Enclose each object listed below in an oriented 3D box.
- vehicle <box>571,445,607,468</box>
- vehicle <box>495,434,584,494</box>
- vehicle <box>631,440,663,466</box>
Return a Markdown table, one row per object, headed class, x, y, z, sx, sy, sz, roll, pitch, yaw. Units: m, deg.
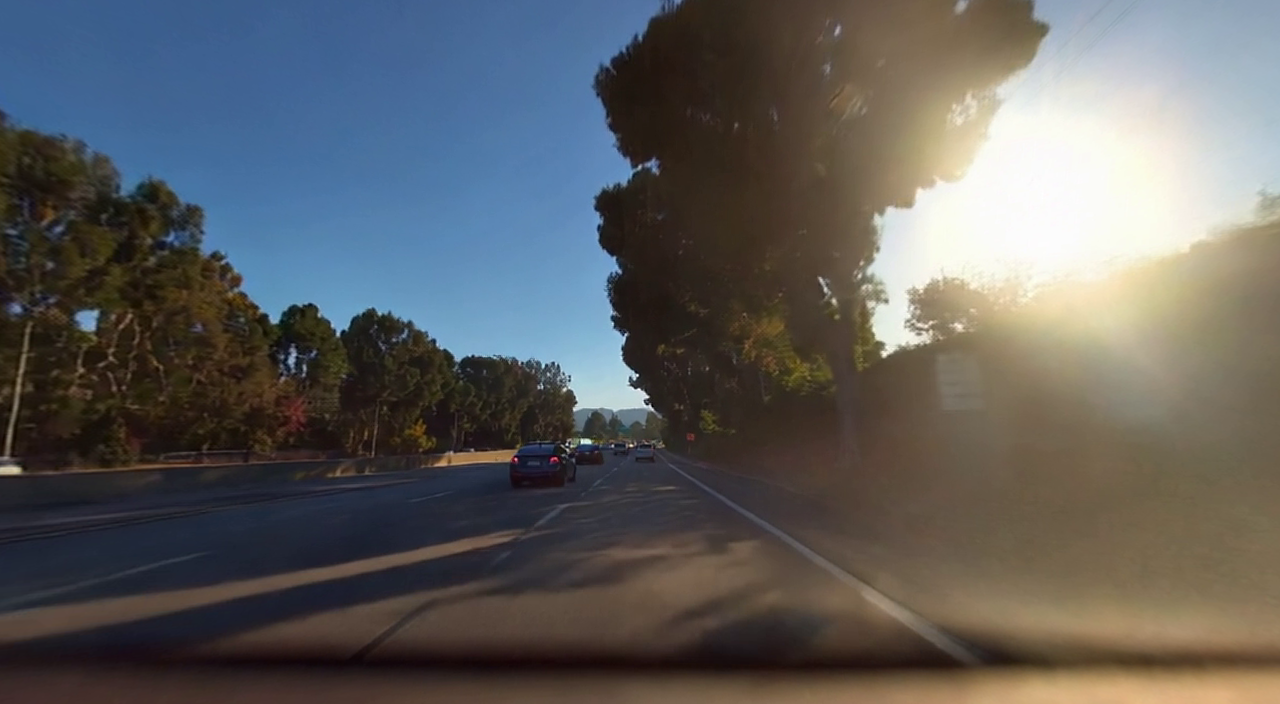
| class | x | y | z | sx | sy | sz | roll | pitch | yaw |
| --- | --- | --- | --- | --- | --- | --- | --- | --- | --- |
| vehicle | -3.394 | 7.100 | 42.799 | 2.055 | 1.431 | 3.921 | 0 | -9 | 1 |
| vehicle | -3.050 | 3.495 | 19.978 | 2.056 | 1.679 | 4.204 | 0 | -9 | 1 |
| vehicle | 0.513 | 7.470 | 46.674 | 2.285 | 1.797 | 4.478 | 0 | -9 | 0 |
